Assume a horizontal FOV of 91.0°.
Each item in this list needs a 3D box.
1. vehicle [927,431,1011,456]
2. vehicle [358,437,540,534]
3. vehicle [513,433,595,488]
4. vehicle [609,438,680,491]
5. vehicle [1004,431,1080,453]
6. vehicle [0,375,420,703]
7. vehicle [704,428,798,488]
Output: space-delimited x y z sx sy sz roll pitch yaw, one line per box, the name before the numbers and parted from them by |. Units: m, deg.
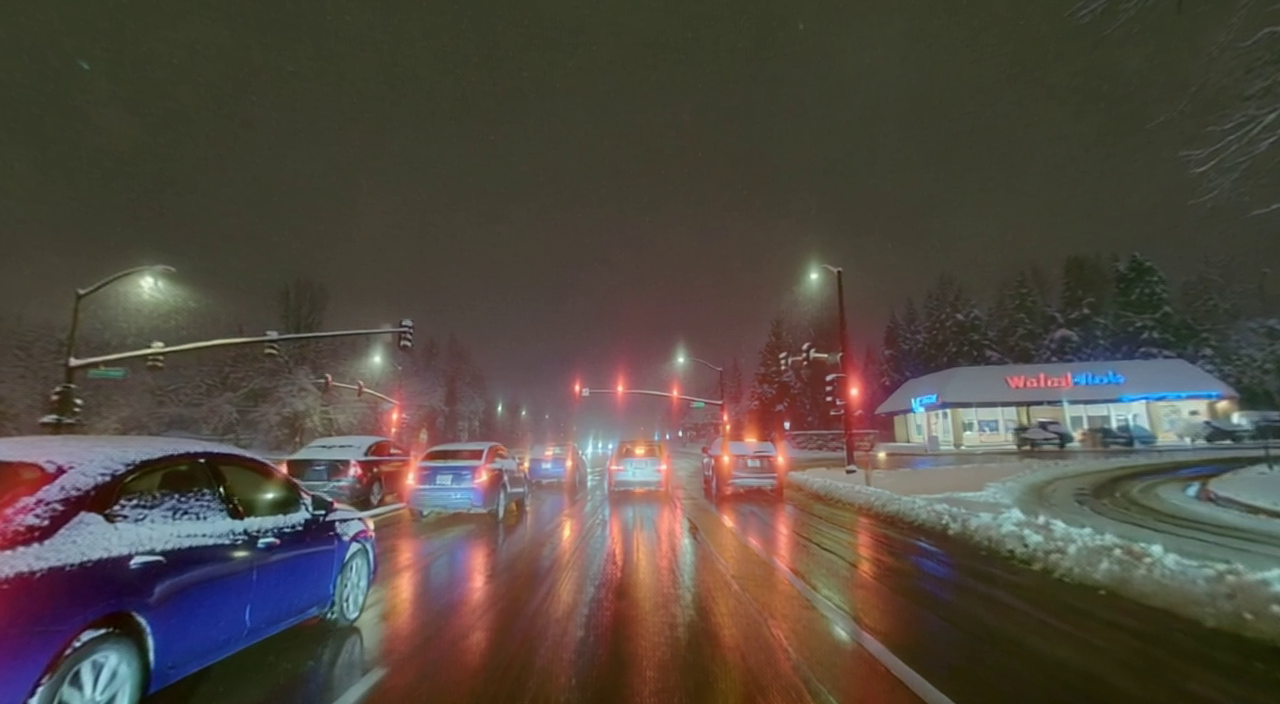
vehicle | 23.350 6.537 44.841 4.781 1.700 1.986 0 -9 1
vehicle | -3.316 2.413 11.988 2.014 1.472 4.357 0 -9 1
vehicle | -2.794 3.677 21.524 2.072 1.694 4.070 0 -9 2
vehicle | 0.151 3.522 20.015 2.032 1.499 3.994 0 -9 1
vehicle | 30.614 6.881 48.036 4.432 1.680 1.932 0 -9 2
vehicle | -3.095 0.997 2.970 2.249 1.517 4.951 0 -9 1
vehicle | 3.373 3.338 20.030 2.076 1.691 4.402 0 -9 -1
